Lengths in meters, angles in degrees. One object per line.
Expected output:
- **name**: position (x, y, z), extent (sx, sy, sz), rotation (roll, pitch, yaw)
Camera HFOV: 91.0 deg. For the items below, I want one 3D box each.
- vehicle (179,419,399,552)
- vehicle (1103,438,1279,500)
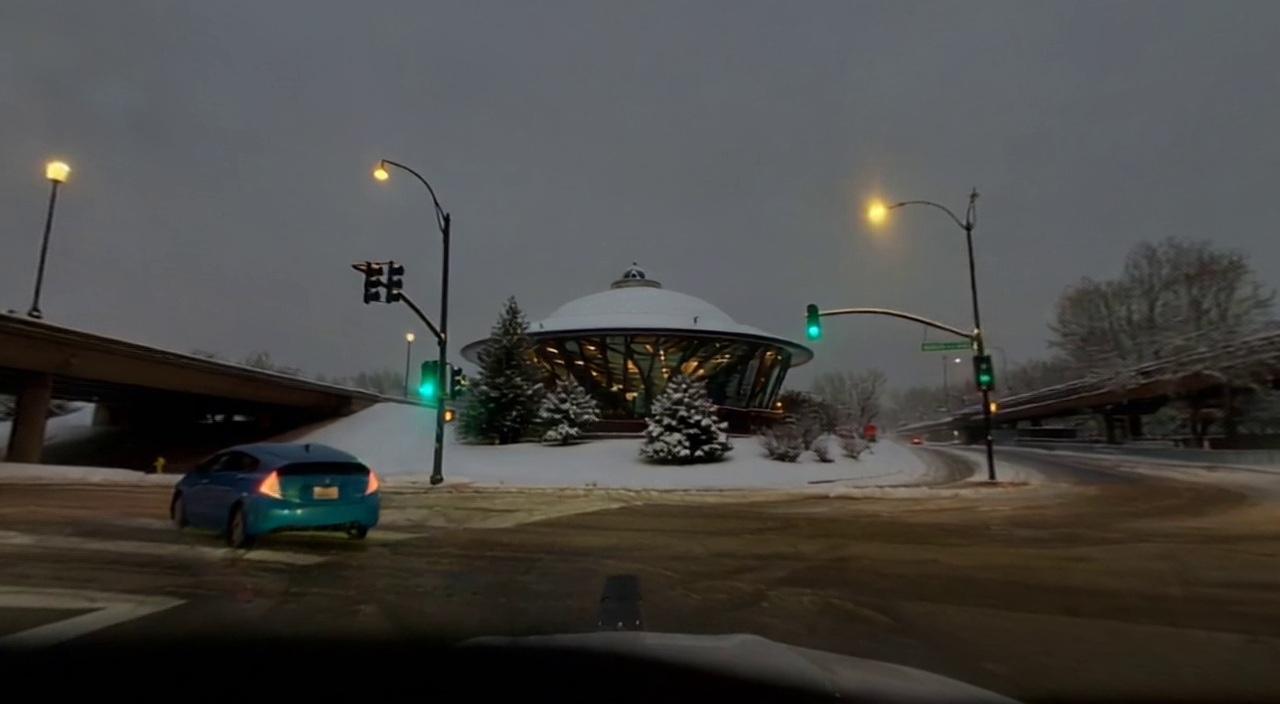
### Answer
- **vehicle**: position (-5.501, 1.924, 9.685), extent (1.976, 1.584, 3.772), rotation (8, -12, -43)
- **vehicle**: position (16.557, 3.394, 18.430), extent (4.345, 1.672, 1.973), rotation (0, -9, 3)
